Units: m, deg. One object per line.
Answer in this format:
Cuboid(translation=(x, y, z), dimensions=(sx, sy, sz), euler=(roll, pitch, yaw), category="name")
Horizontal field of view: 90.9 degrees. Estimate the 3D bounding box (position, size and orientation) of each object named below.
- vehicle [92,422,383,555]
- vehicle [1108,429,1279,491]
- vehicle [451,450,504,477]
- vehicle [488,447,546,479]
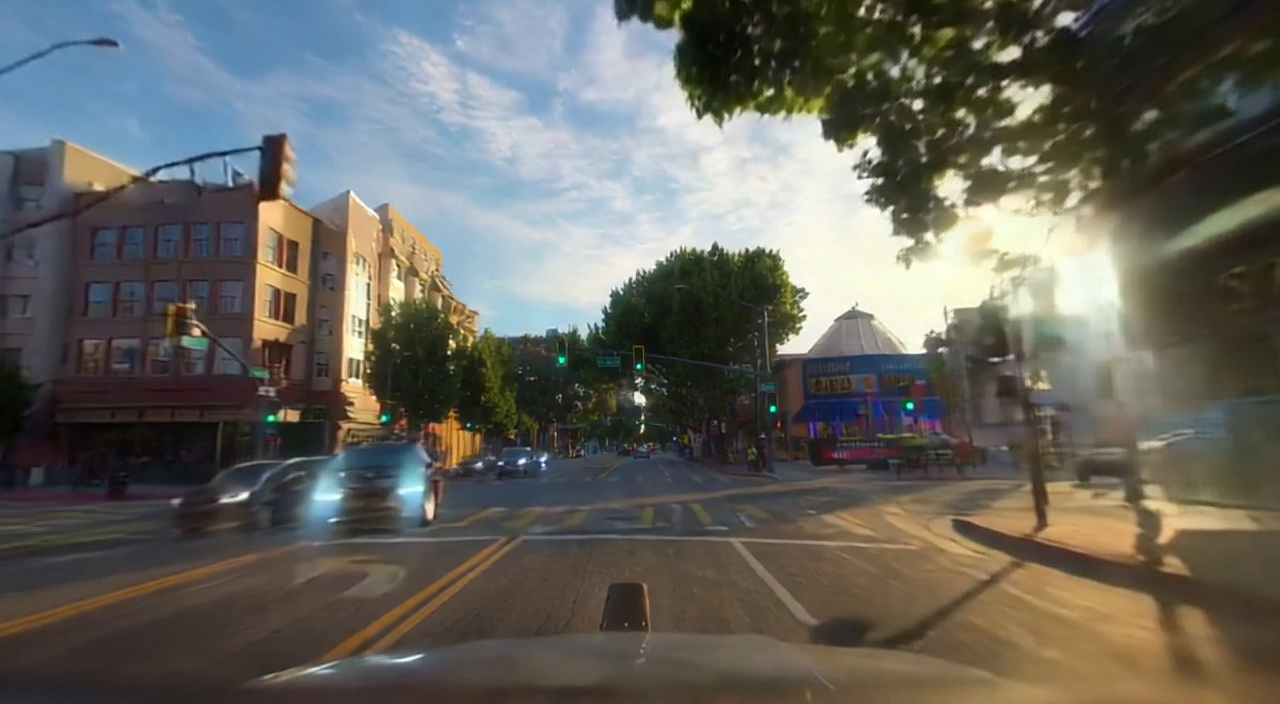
Cuboid(translation=(-6.321, 2.160, 10.731), dimensions=(2.041, 1.756, 4.392), euler=(0, -8, 0), category="vehicle")
Cuboid(translation=(16.583, 3.099, 18.301), dimensions=(4.299, 1.679, 2.011), euler=(0, -8, 1), category="vehicle")
Cuboid(translation=(-10.049, 6.932, 39.300), dimensions=(1.919, 1.518, 4.360), euler=(-1, -8, 3), category="vehicle")
Cuboid(translation=(-6.137, 5.537, 31.868), dimensions=(2.007, 1.478, 4.328), euler=(0, -8, 1), category="vehicle")
